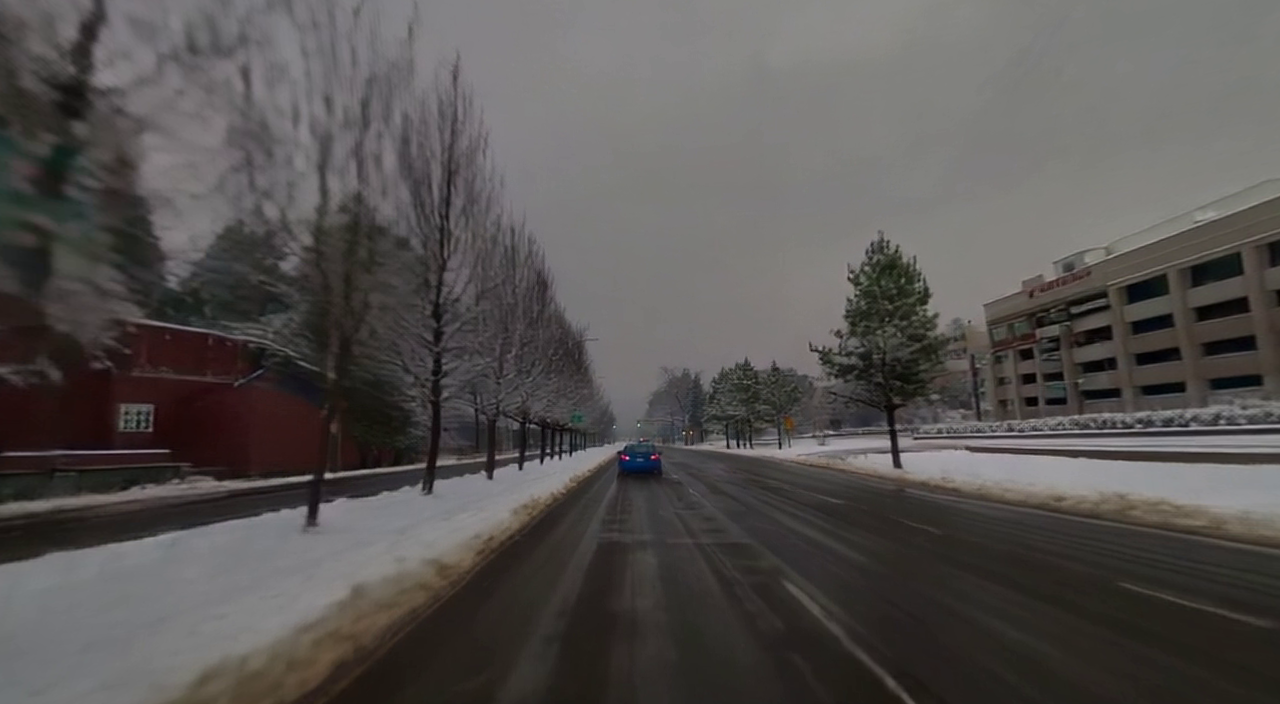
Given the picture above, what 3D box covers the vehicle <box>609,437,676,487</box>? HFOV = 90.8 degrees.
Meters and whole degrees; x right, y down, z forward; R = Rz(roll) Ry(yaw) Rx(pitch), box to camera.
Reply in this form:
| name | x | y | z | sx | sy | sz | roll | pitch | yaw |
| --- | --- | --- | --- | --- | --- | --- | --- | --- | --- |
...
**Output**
| name | x | y | z | sx | sy | sz | roll | pitch | yaw |
| --- | --- | --- | --- | --- | --- | --- | --- | --- | --- |
| vehicle | 0.020 | 3.699 | 21.571 | 2.042 | 1.479 | 4.601 | 0 | -8 | -1 |
